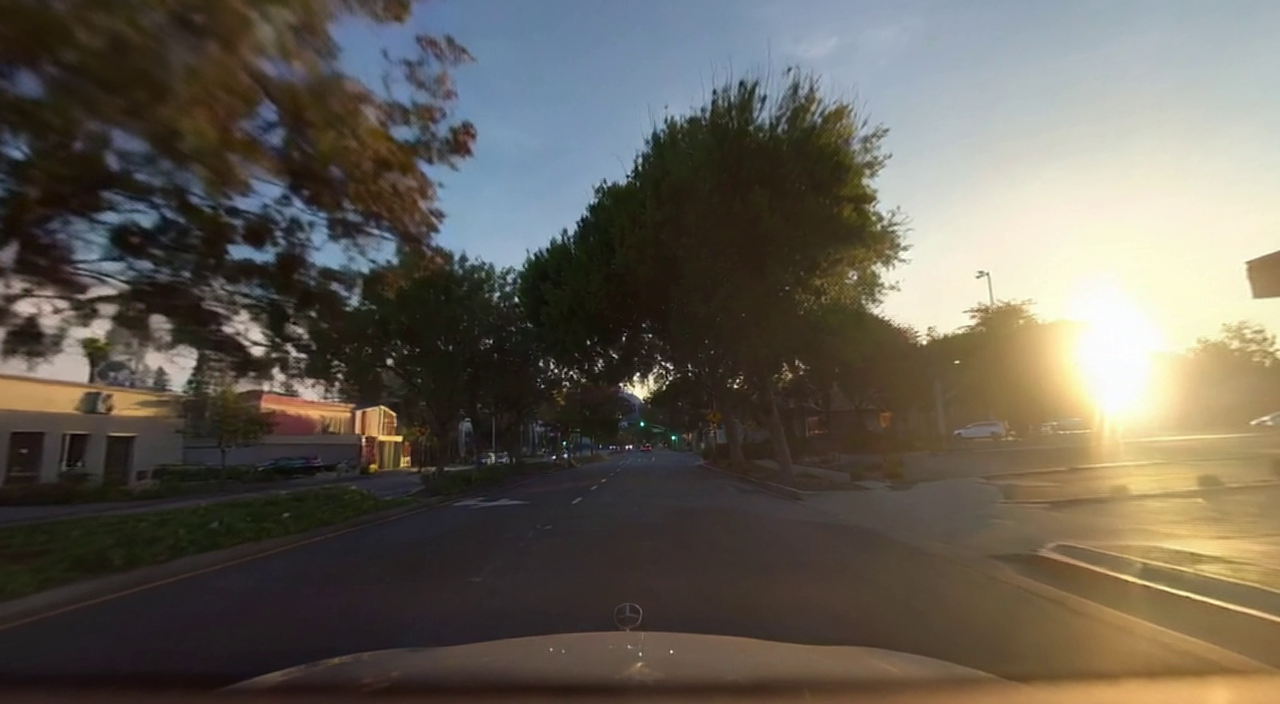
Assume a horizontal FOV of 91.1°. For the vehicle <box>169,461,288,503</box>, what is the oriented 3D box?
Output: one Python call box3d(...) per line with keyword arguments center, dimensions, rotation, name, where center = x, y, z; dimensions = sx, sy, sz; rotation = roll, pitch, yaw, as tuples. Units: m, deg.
box3d(center=(-17.381, 5.467, 26.824), dimensions=(1.861, 1.541, 4.530), rotation=(0, -9, 3), name="vehicle")
